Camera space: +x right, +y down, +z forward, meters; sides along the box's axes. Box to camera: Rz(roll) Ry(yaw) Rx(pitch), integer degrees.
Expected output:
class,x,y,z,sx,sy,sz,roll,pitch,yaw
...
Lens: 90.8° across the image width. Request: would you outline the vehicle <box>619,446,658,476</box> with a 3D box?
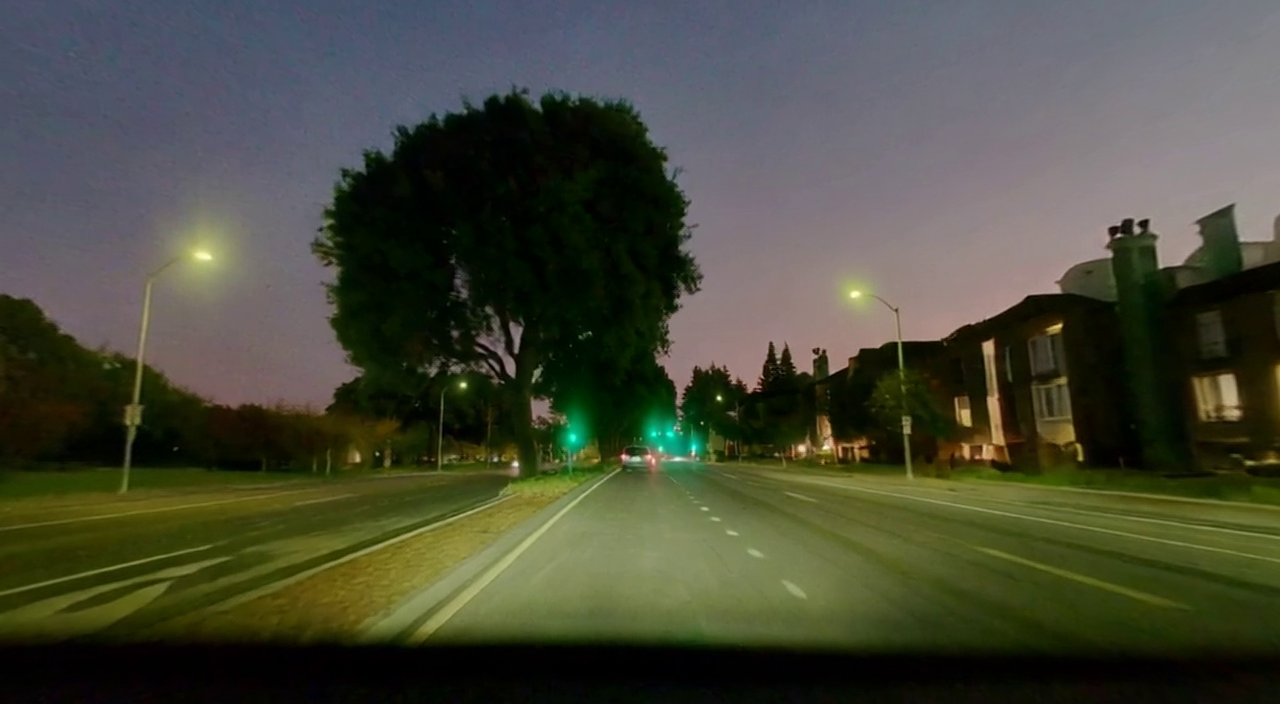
class,x,y,z,sx,sy,sz,roll,pitch,yaw
vehicle,-0.039,6.171,36.100,2.093,1.591,4.247,0,-9,1
